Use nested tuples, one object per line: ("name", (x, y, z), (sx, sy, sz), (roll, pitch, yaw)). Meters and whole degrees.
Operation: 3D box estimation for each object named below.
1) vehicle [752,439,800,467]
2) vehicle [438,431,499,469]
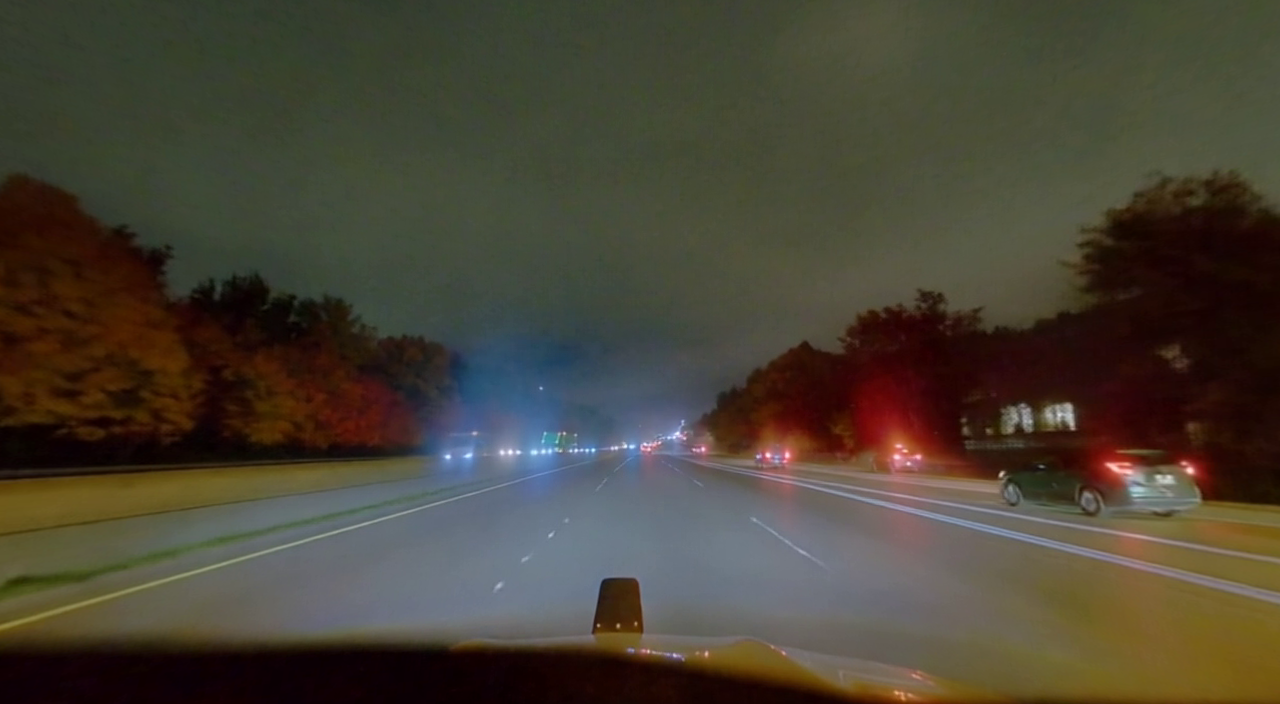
("vehicle", (9.109, 6.828, 42.484), (2.034, 1.770, 4.637), (0, -9, -2))
("vehicle", (-12.017, 6.953, 44.497), (2.376, 2.426, 6.323), (-1, -9, 1))
